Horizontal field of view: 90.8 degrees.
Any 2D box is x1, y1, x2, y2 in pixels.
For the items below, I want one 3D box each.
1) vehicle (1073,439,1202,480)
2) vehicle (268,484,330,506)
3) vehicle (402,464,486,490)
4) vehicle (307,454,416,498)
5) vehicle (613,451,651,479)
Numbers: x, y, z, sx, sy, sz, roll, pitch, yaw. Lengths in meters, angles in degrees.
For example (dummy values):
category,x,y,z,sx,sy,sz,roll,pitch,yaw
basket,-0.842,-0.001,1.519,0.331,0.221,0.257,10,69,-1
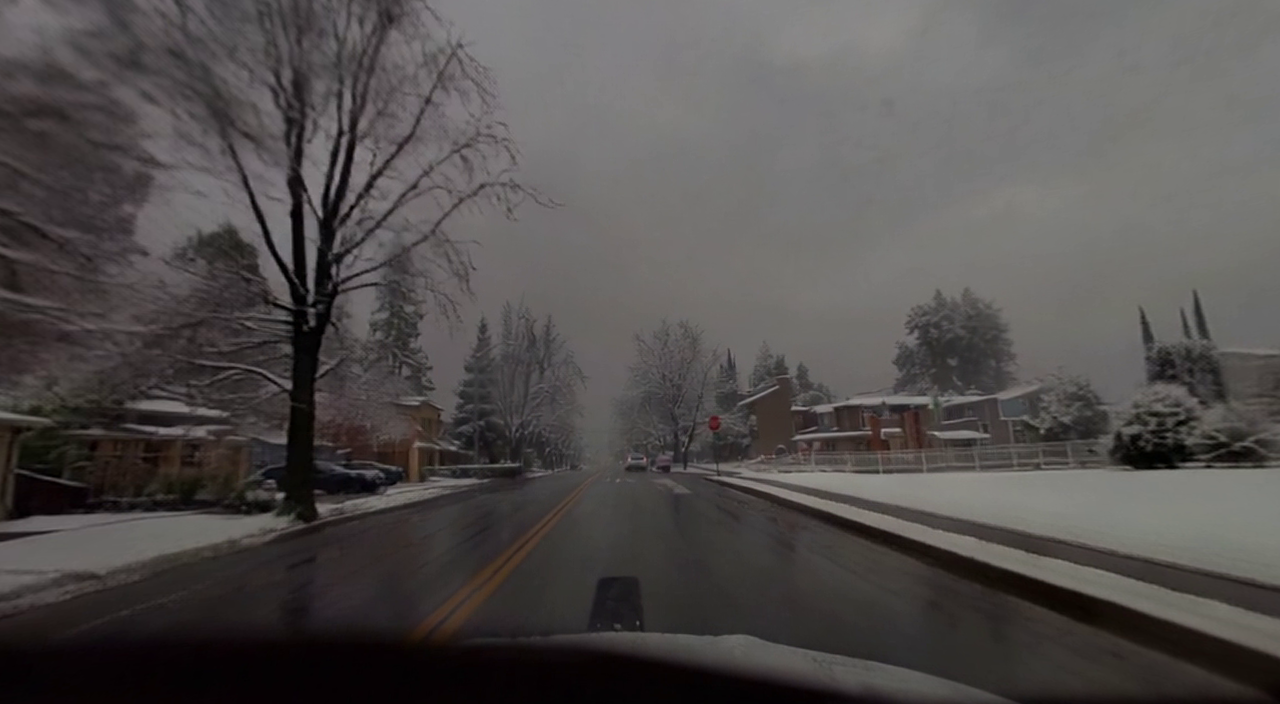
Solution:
category,x,y,z,sx,sy,sz,roll,pitch,yaw
vehicle,23.629,5.080,30.191,4.330,1.767,1.946,-1,-8,16
vehicle,-25.387,10.640,47.105,3.733,1.480,1.672,-2,-8,10
vehicle,-12.576,8.022,40.605,4.676,1.484,2.068,-2,-9,12
vehicle,-17.091,7.559,38.935,5.586,2.532,2.444,-1,-9,8
vehicle,-0.509,6.474,36.410,2.022,1.481,4.050,0,-9,-3
